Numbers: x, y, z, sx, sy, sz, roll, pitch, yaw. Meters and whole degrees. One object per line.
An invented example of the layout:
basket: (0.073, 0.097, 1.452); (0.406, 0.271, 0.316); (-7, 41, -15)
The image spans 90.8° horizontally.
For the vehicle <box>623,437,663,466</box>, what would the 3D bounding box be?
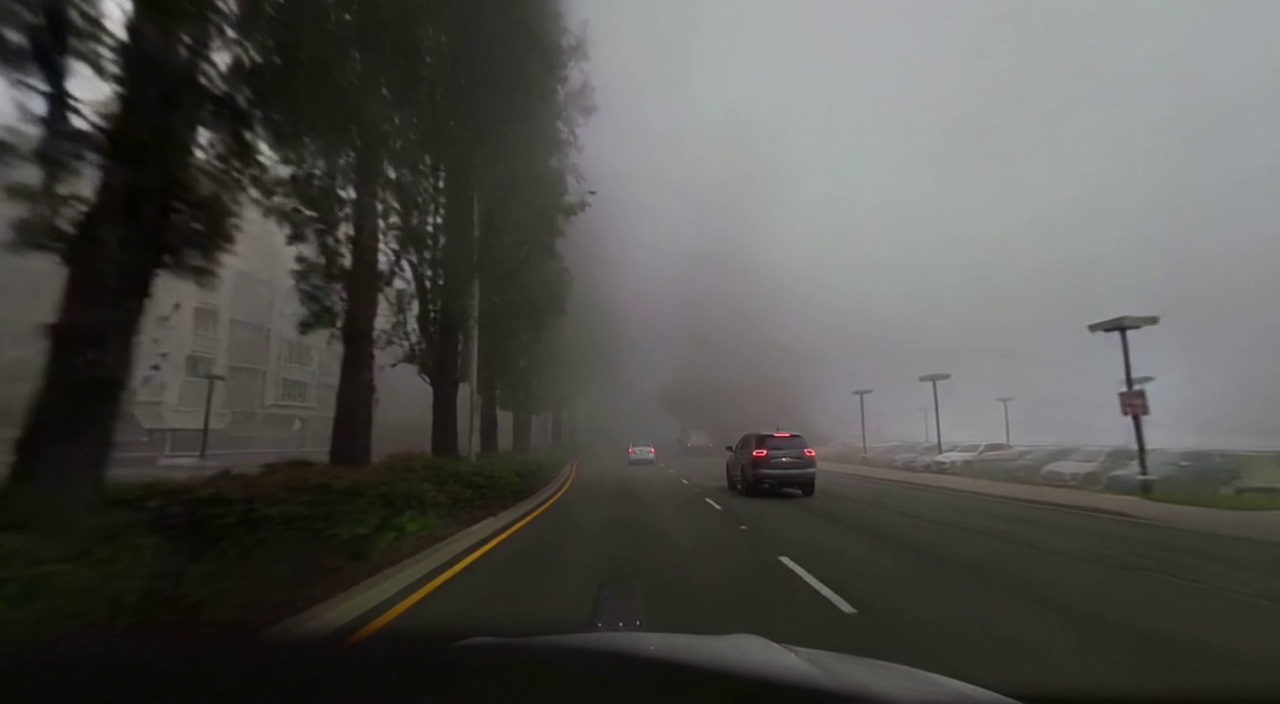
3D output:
vehicle: (0.147, 5.694, 36.280); (2.145, 1.572, 4.021); (0, -9, -1)

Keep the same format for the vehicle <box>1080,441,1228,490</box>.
vehicle: (17.349, 3.770, 21.316); (4.578, 1.477, 2.067); (4, -10, -27)

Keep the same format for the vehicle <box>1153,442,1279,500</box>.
vehicle: (17.539, 3.413, 18.459); (3.958, 1.524, 2.061); (3, -9, -20)

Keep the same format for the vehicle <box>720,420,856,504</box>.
vehicle: (3.534, 2.775, 16.263); (2.235, 1.806, 4.818); (0, -9, -1)
